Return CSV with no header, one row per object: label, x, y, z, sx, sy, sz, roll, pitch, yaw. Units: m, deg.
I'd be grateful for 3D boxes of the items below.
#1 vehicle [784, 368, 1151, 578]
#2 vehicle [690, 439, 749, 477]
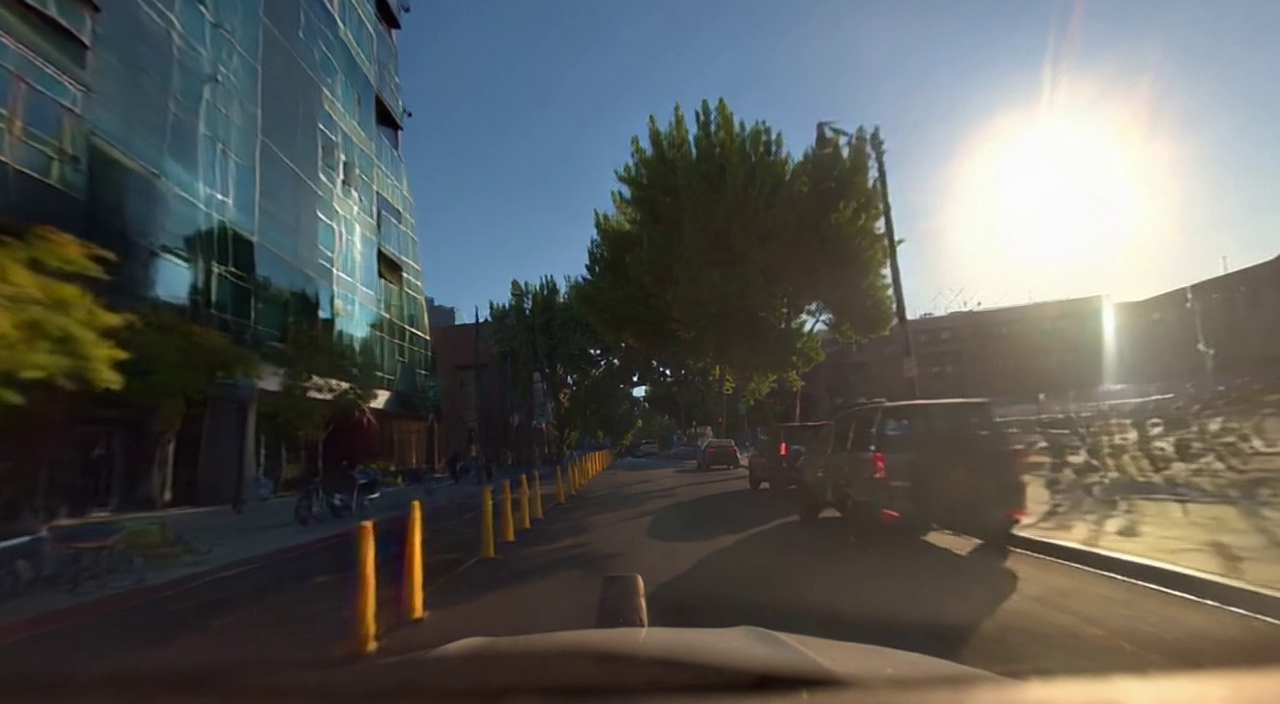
vehicle,3.498,1.442,8.175,2.127,1.864,4.892,-1,-8,1
vehicle,3.360,4.558,27.544,1.963,1.445,4.948,-1,-8,1
